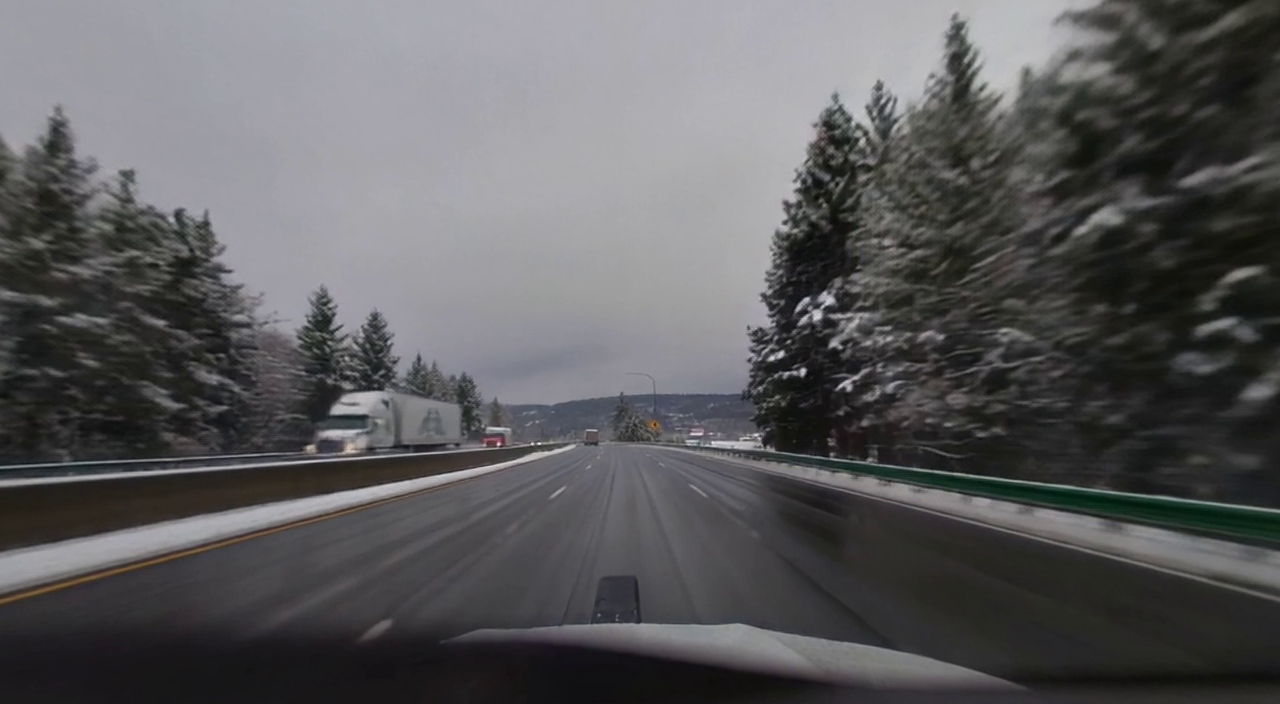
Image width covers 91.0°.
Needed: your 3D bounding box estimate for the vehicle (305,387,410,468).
[{"bbox_3d":[-15.009,4.119,34.028,3.001,3.939,5.925,0,-8,-3],"label":"vehicle"}]
